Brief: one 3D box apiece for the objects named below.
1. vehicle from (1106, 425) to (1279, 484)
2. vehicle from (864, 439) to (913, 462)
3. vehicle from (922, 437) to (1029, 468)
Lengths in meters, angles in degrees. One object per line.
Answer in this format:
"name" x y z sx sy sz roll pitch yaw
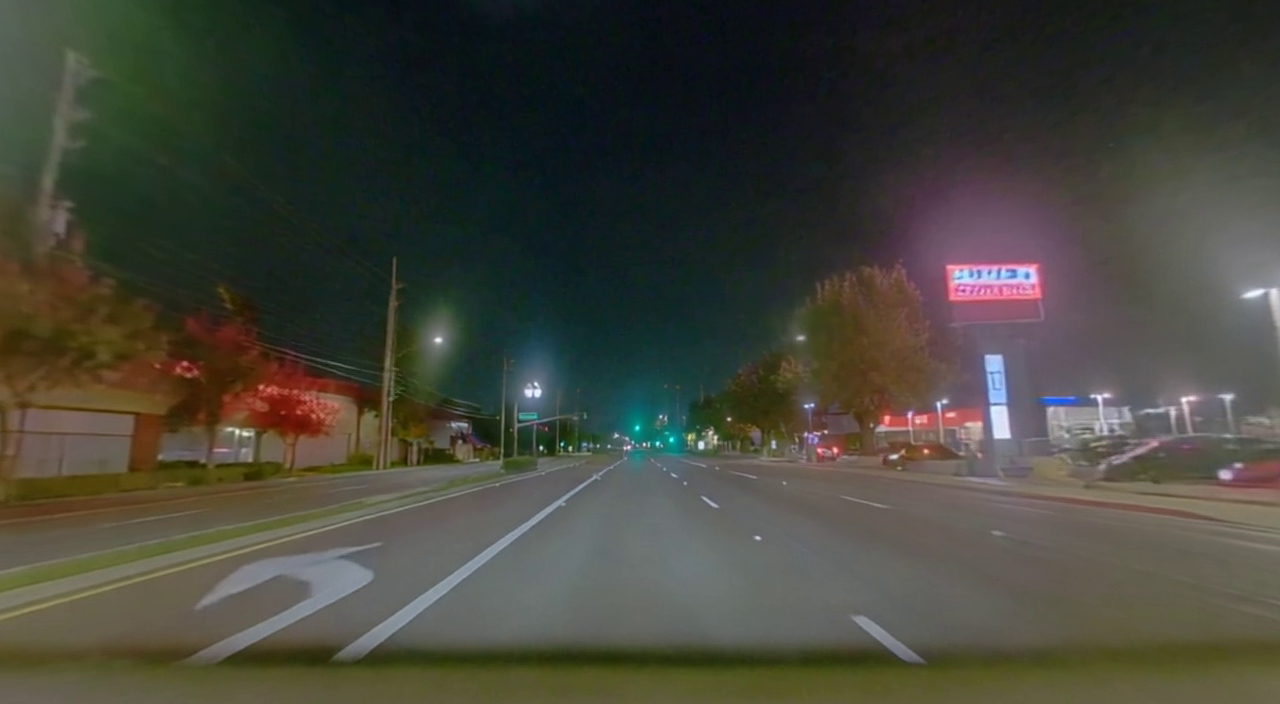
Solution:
"vehicle" 17.917 3.196 19.820 4.935 1.753 1.958 0 -9 1
"vehicle" 18.845 7.517 48.102 1.886 1.670 4.562 0 -9 1
"vehicle" 17.018 5.125 32.223 4.324 1.536 1.947 0 -9 -1
